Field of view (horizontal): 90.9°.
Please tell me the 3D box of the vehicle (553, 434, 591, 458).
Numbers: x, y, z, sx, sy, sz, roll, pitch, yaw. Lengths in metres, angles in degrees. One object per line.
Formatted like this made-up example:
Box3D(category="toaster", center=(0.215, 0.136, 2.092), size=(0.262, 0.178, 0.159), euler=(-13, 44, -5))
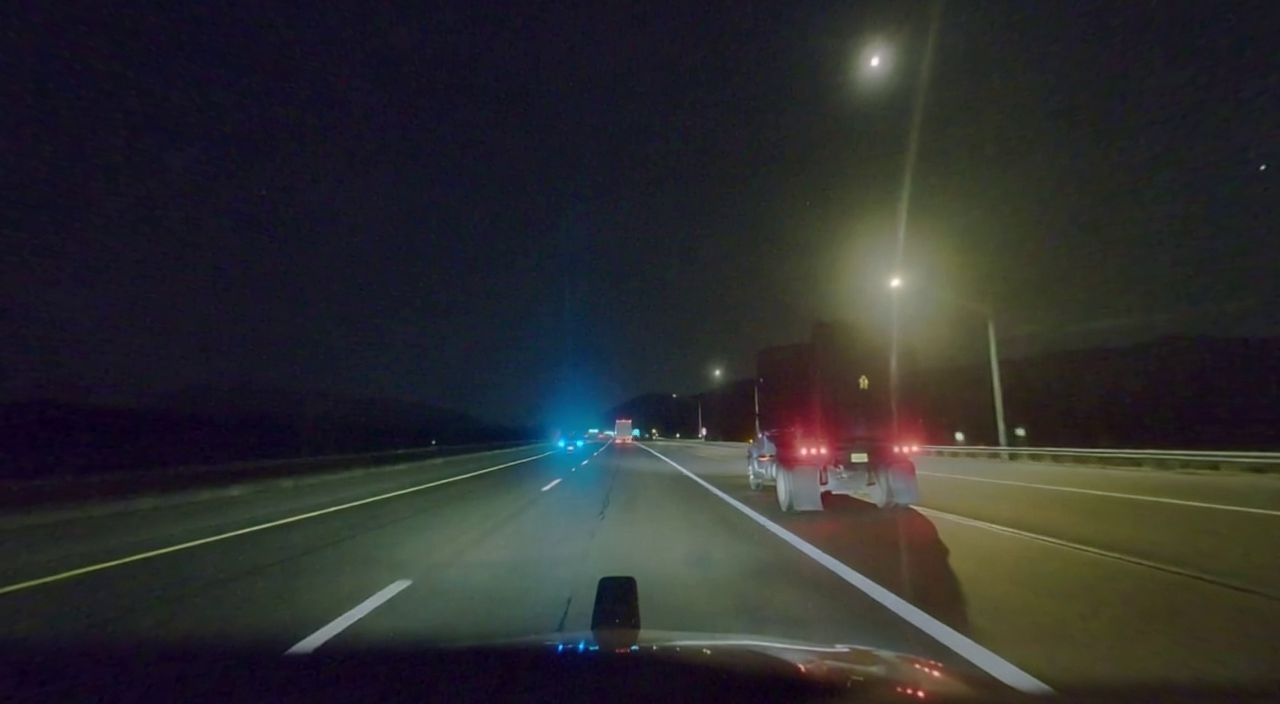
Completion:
Box3D(category="vehicle", center=(-4.710, 6.583, 44.281), size=(2.302, 1.523, 4.383), euler=(0, -8, -1))
